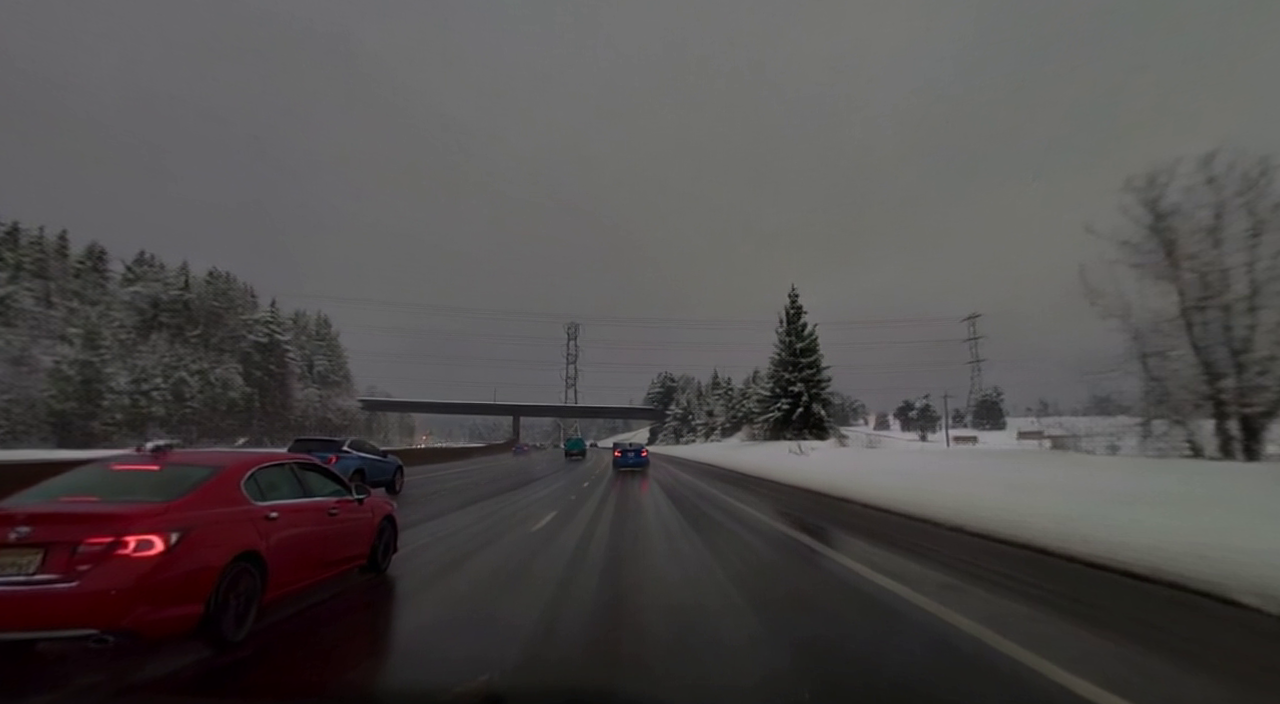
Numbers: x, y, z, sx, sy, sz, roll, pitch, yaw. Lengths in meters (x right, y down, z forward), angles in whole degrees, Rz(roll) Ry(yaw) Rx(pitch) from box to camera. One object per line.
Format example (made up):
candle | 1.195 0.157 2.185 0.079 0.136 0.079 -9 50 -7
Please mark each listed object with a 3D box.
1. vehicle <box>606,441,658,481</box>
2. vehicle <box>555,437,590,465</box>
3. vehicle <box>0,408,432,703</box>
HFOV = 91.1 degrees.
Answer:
vehicle | -0.384 4.373 25.503 1.954 1.460 3.983 0 -8 -2
vehicle | -4.676 6.898 43.862 2.174 1.806 3.932 0 -9 -3
vehicle | -3.572 1.367 5.311 2.035 1.514 4.600 0 -8 0
